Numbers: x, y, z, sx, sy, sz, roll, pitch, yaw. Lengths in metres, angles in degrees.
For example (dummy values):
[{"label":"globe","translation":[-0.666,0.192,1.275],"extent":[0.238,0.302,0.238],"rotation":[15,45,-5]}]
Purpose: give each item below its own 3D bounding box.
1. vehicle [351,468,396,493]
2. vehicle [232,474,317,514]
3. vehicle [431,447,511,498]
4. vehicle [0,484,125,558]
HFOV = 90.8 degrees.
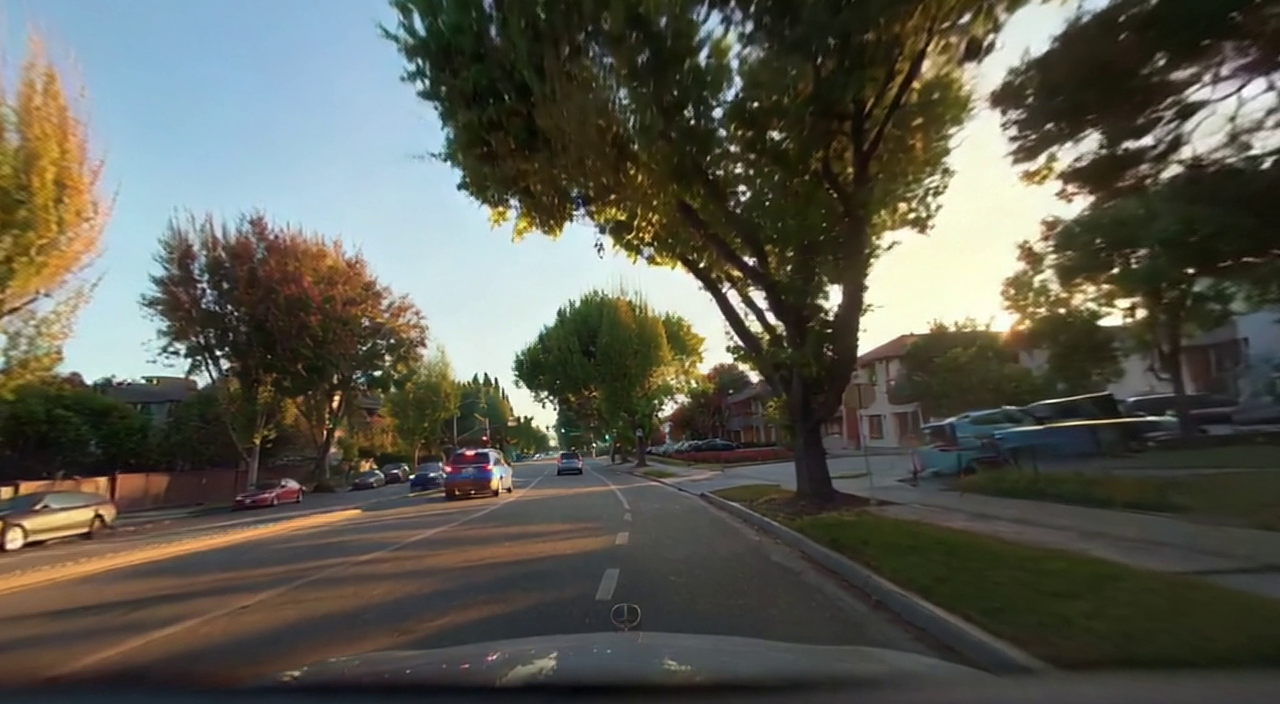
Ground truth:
[{"label":"vehicle","translation":[-19.636,9.469,46.715],"extent":[1.880,1.476,4.715],"rotation":[-2,-8,-8]},{"label":"vehicle","translation":[-17.885,6.907,31.142],"extent":[1.874,1.392,4.633],"rotation":[-5,-8,-7]},{"label":"vehicle","translation":[-6.431,4.603,24.606],"extent":[2.097,1.755,4.336],"rotation":[0,-9,-3]},{"label":"vehicle","translation":[-16.245,4.448,16.775],"extent":[1.898,1.477,4.184],"rotation":[-2,-8,-5]}]
